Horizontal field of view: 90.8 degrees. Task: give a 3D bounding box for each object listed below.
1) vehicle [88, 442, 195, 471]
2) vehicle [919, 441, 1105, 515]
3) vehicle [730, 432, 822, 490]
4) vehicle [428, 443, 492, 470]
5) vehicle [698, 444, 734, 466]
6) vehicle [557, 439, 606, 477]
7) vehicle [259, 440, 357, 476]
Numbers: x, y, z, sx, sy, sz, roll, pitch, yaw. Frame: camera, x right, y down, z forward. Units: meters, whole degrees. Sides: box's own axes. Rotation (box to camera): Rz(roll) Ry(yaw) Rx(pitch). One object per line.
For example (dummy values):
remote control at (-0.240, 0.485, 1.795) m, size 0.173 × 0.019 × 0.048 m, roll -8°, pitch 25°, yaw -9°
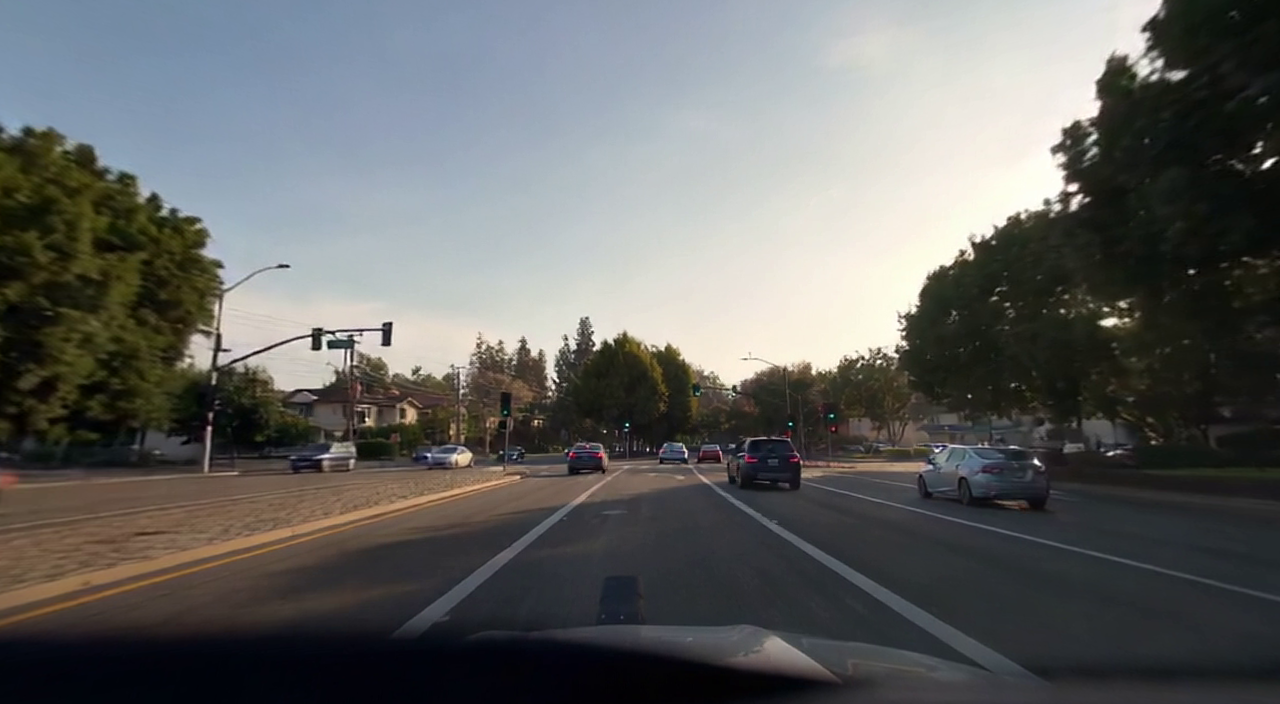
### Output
vehicle at (-30.745, 6.439, 39.139) m, size 4.661 × 1.711 × 1.992 m, roll 3°, pitch -8°, yaw -16°
vehicle at (8.467, 2.864, 14.914) m, size 1.949 × 1.492 × 4.103 m, roll 0°, pitch -8°, yaw 1°
vehicle at (4.634, 3.800, 22.321) m, size 2.209 × 1.813 × 4.724 m, roll 0°, pitch -8°, yaw 0°
vehicle at (-10.700, 6.240, 37.900) m, size 2.261 × 1.477 × 4.490 m, roll 0°, pitch -8°, yaw 3°
vehicle at (5.262, 7.191, 44.287) m, size 2.064 × 1.474 × 4.389 m, roll 0°, pitch -8°, yaw 2°
vehicle at (-2.950, 5.510, 33.007) m, size 2.258 × 1.812 × 4.650 m, roll 0°, pitch -8°, yaw -2°
vehicle at (-15.094, 4.833, 29.039) m, size 1.907 × 1.493 × 4.433 m, roll 0°, pitch -8°, yaw 3°
